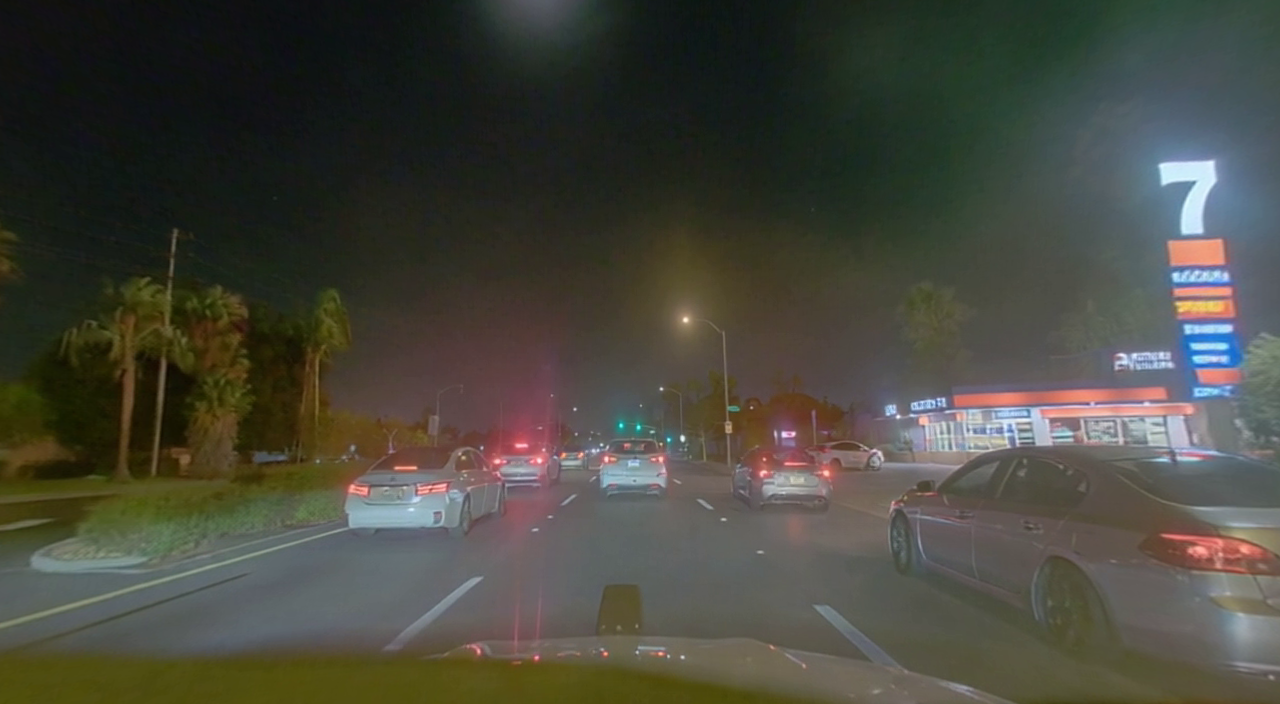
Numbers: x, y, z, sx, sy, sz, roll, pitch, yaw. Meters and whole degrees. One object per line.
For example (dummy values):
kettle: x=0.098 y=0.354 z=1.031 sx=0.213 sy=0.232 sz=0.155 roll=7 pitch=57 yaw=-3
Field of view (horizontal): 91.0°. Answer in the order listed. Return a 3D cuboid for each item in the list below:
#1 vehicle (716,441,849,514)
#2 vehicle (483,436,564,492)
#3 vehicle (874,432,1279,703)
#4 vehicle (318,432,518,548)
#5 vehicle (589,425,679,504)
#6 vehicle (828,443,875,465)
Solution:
vehicle: x=3.208 y=2.915 z=15.254 sx=1.977 sy=1.480 sz=4.589 roll=0 pitch=-8 yaw=-2
vehicle: x=-3.810 y=3.721 z=21.339 sx=1.932 sy=1.695 sz=4.235 roll=0 pitch=-8 yaw=0
vehicle: x=3.602 y=1.384 z=4.815 sx=1.867 sy=1.448 sz=4.436 roll=0 pitch=-8 yaw=-1
vehicle: x=-3.340 y=2.136 z=10.460 sx=1.864 sy=1.505 sz=4.202 roll=0 pitch=-8 yaw=-1
vehicle: x=-0.144 y=3.016 z=17.319 sx=2.164 sy=1.867 sz=4.254 roll=0 pitch=-8 yaw=0
vehicle: x=13.720 y=6.624 z=41.026 sx=1.833 sy=1.392 sz=3.588 roll=0 pitch=-8 yaw=0
